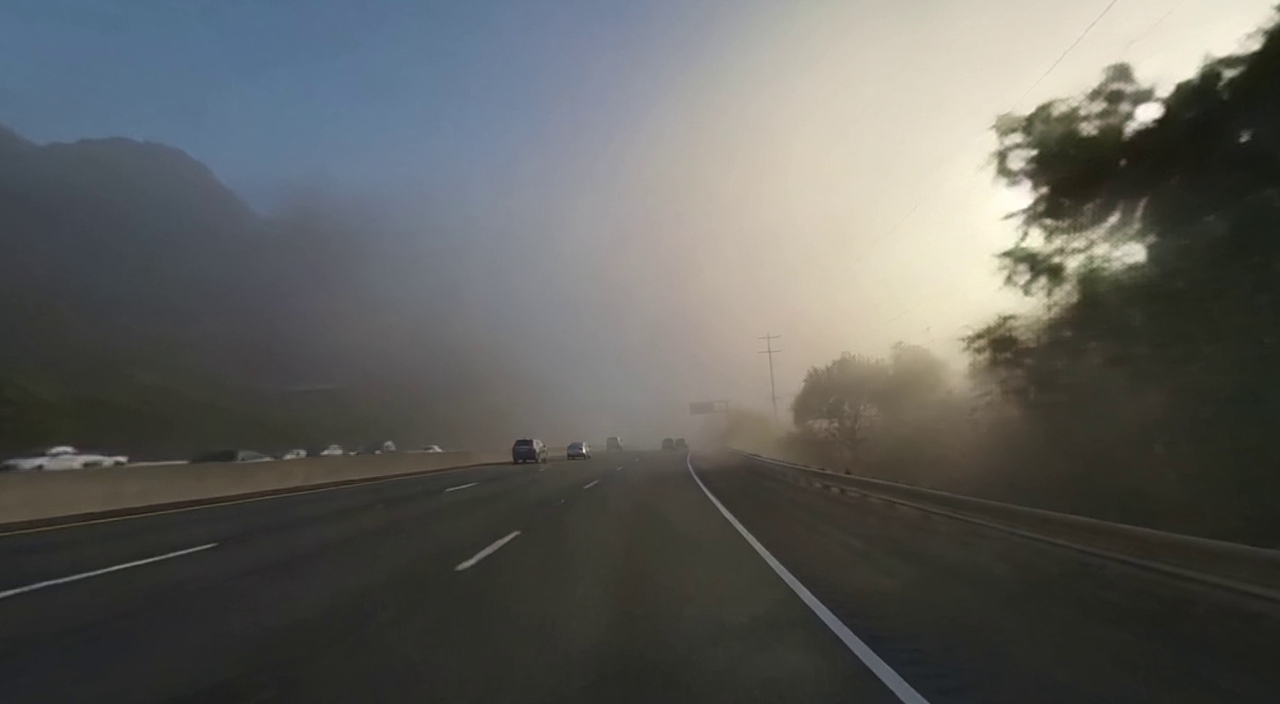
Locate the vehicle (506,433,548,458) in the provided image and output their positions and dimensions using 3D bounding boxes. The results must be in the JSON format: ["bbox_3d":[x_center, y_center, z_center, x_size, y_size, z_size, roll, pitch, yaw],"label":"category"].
[{"bbox_3d":[-8.563,7.137,47.894,2.063,1.743,4.392,0,-8,5],"label":"vehicle"}]

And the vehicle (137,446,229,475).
[{"bbox_3d":[-24.156,5.710,33.347,1.822,1.428,3.779,-1,-8,5],"label":"vehicle"}]

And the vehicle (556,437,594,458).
[{"bbox_3d":[-4.912,7.306,48.097,2.010,1.489,4.456,0,-8,5],"label":"vehicle"}]

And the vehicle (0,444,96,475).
[{"bbox_3d":[-33.577,5.933,34.890,1.944,1.574,4.976,-1,-8,6],"label":"vehicle"}]
